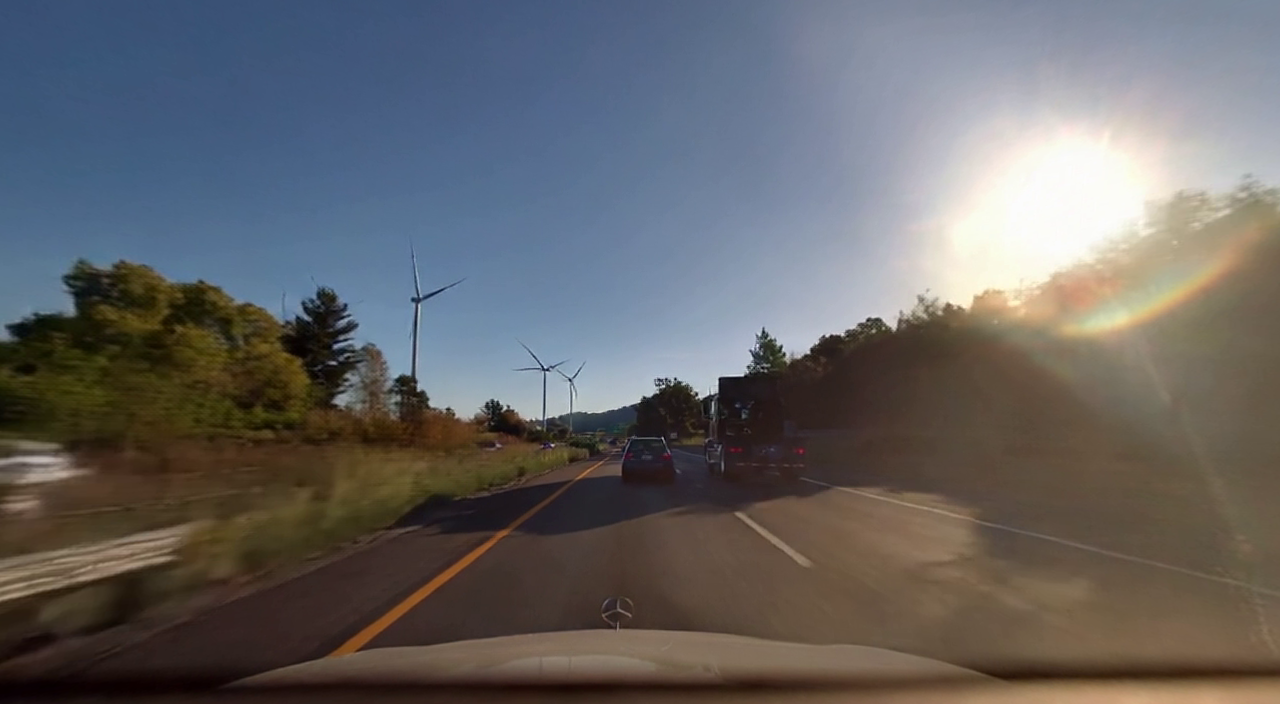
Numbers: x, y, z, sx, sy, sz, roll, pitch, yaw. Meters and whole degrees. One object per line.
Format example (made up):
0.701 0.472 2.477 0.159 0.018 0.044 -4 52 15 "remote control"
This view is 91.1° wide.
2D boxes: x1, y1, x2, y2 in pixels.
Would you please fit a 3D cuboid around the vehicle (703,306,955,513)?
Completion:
4.503 2.087 20.011 3.129 4.126 14.913 0 -8 -1 "vehicle"

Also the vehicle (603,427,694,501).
0.172 2.793 16.267 2.038 1.624 4.312 0 -8 -1 "vehicle"
